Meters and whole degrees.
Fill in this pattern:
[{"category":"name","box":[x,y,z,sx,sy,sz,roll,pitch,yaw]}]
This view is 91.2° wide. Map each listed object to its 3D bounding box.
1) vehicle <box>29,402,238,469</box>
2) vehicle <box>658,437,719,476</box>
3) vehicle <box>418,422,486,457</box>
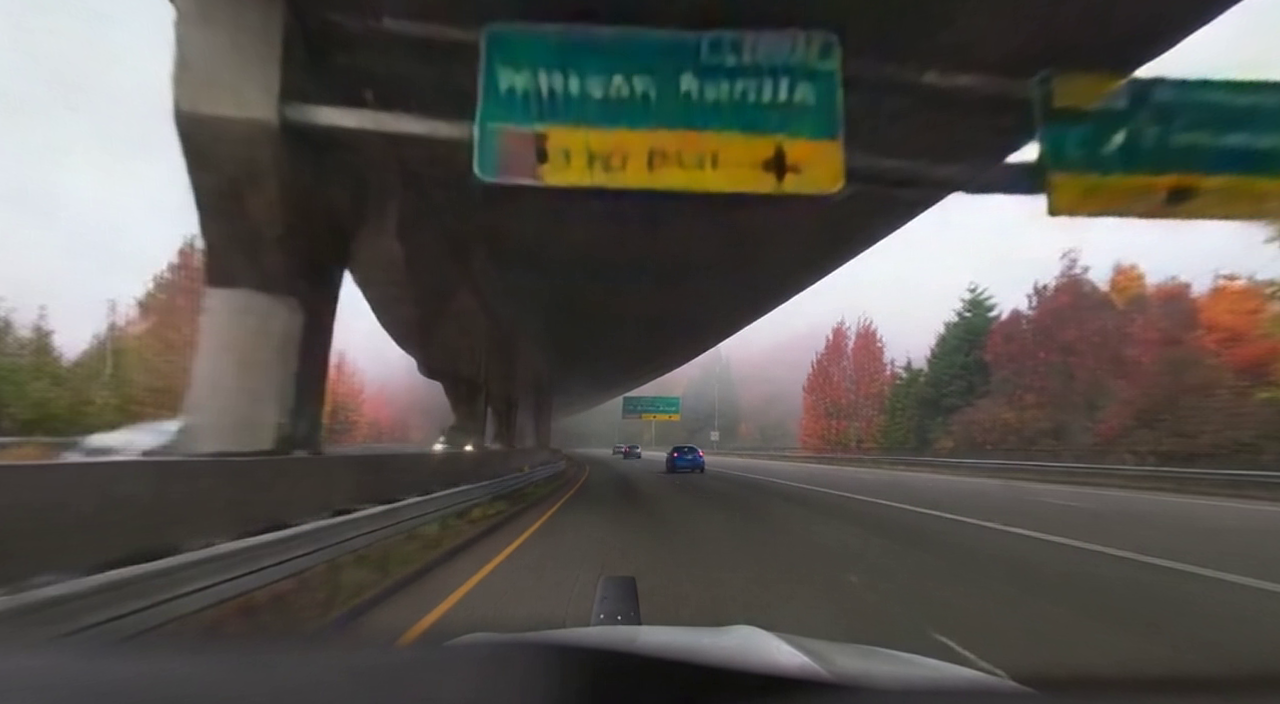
[{"category":"vehicle","box":[-13.295,2.302,16.925,1.983,1.522,4.458,0,-9,-1]},{"category":"vehicle","box":[2.148,4.814,28.930,2.337,1.633,4.222,0,-9,-2]},{"category":"vehicle","box":[-9.300,4.432,31.442,2.065,1.627,4.696,0,-9,-2]}]
